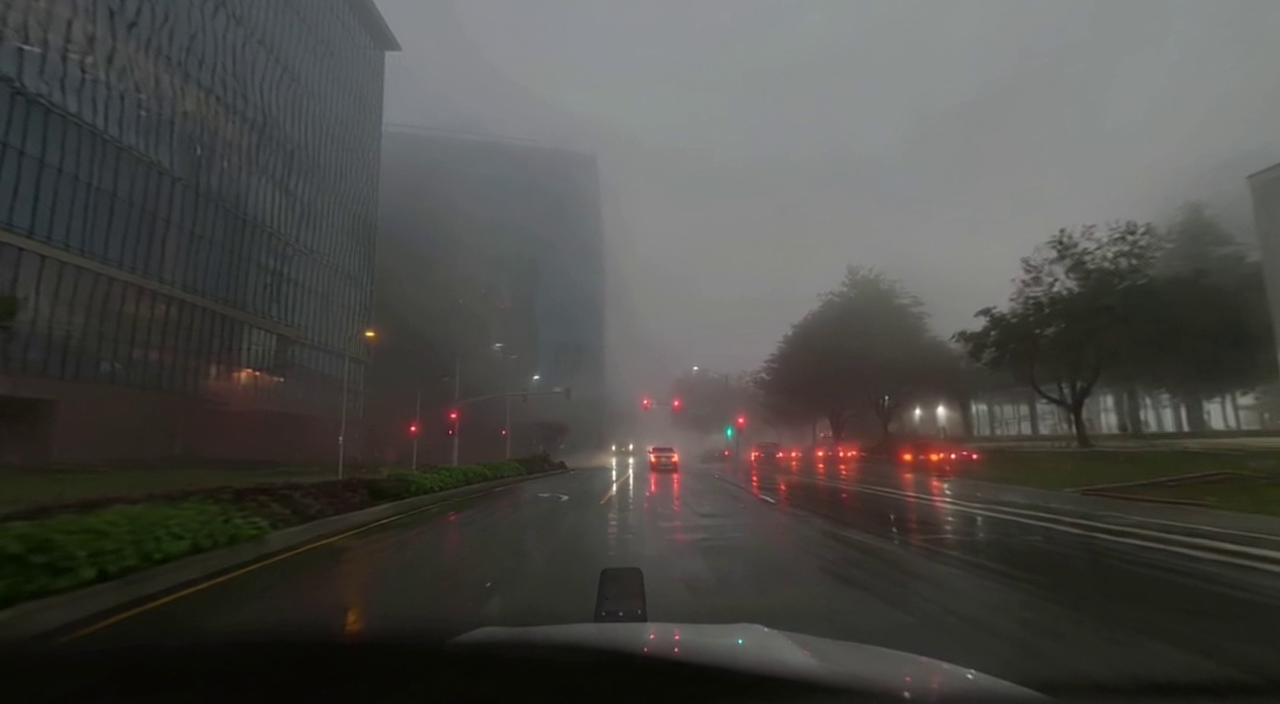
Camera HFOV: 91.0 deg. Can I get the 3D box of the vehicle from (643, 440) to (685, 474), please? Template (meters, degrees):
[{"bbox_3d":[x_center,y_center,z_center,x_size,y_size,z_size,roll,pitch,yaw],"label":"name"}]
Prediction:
[{"bbox_3d":[1.277,5.561,33.555,2.092,1.660,4.319,0,-9,2],"label":"vehicle"}]
